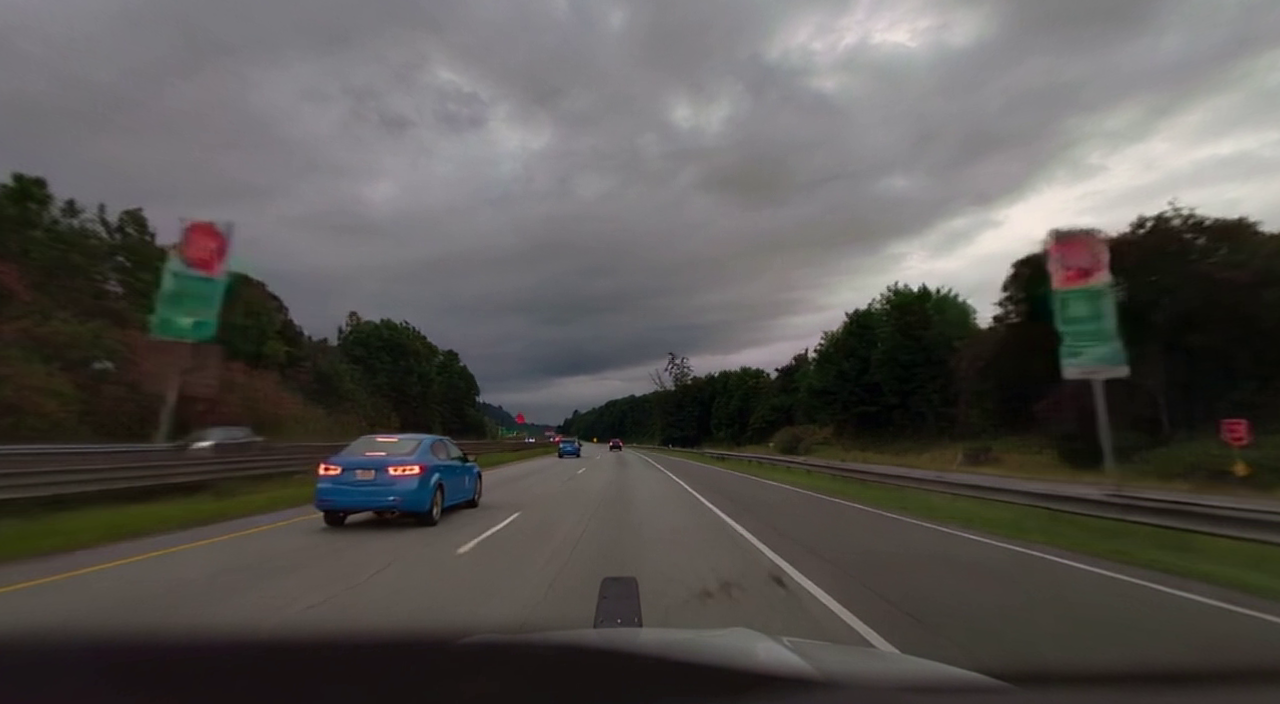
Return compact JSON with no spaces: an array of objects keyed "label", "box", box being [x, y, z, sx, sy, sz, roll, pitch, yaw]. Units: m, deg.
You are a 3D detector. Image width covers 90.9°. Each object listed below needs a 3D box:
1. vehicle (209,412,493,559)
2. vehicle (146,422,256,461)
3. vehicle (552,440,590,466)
[{"label":"vehicle","box":[-3.752,1.802,9.376,2.047,1.612,4.631,0,-8,0]},{"label":"vehicle","box":[-20.062,4.119,29.098,1.885,1.602,4.497,0,-8,-1]},{"label":"vehicle","box":[-3.992,5.892,36.942,1.874,1.369,3.875,0,-8,-1]}]
